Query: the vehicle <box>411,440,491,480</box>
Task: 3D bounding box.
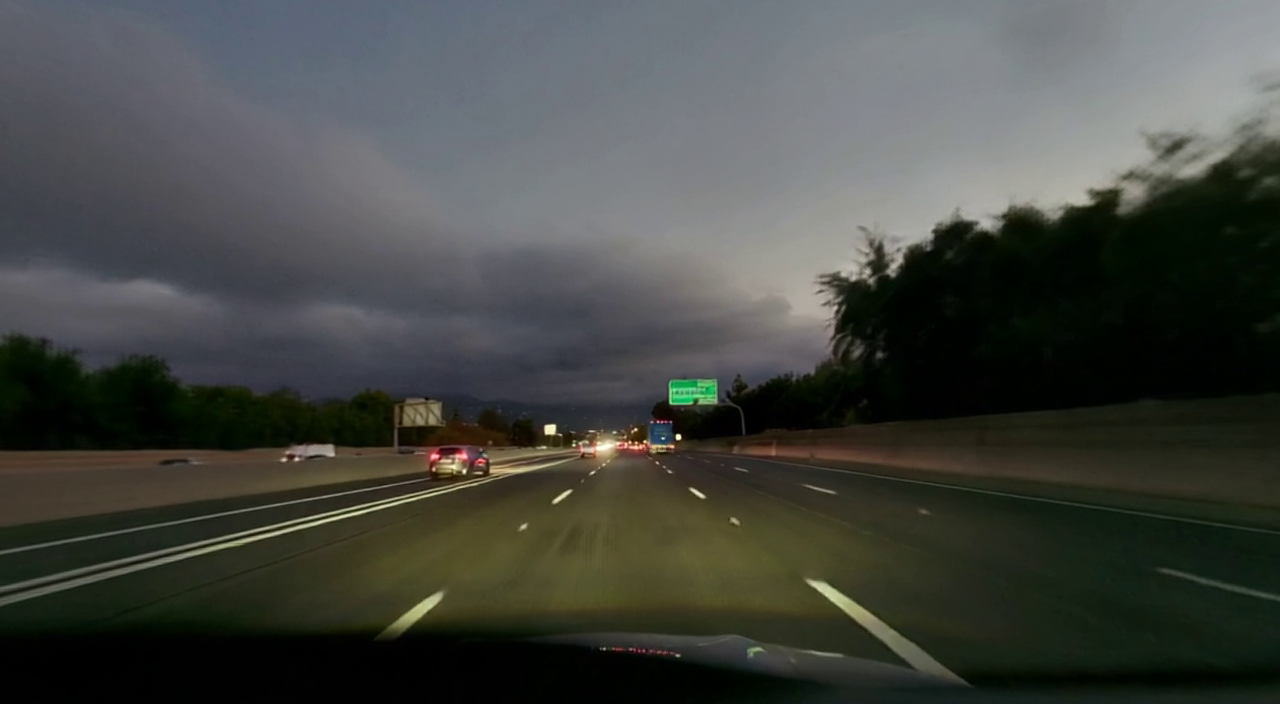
[{"bbox_3d":[-7.787,4.492,26.514,2.033,1.494,4.508,0,-9,-1],"label":"vehicle"}]
